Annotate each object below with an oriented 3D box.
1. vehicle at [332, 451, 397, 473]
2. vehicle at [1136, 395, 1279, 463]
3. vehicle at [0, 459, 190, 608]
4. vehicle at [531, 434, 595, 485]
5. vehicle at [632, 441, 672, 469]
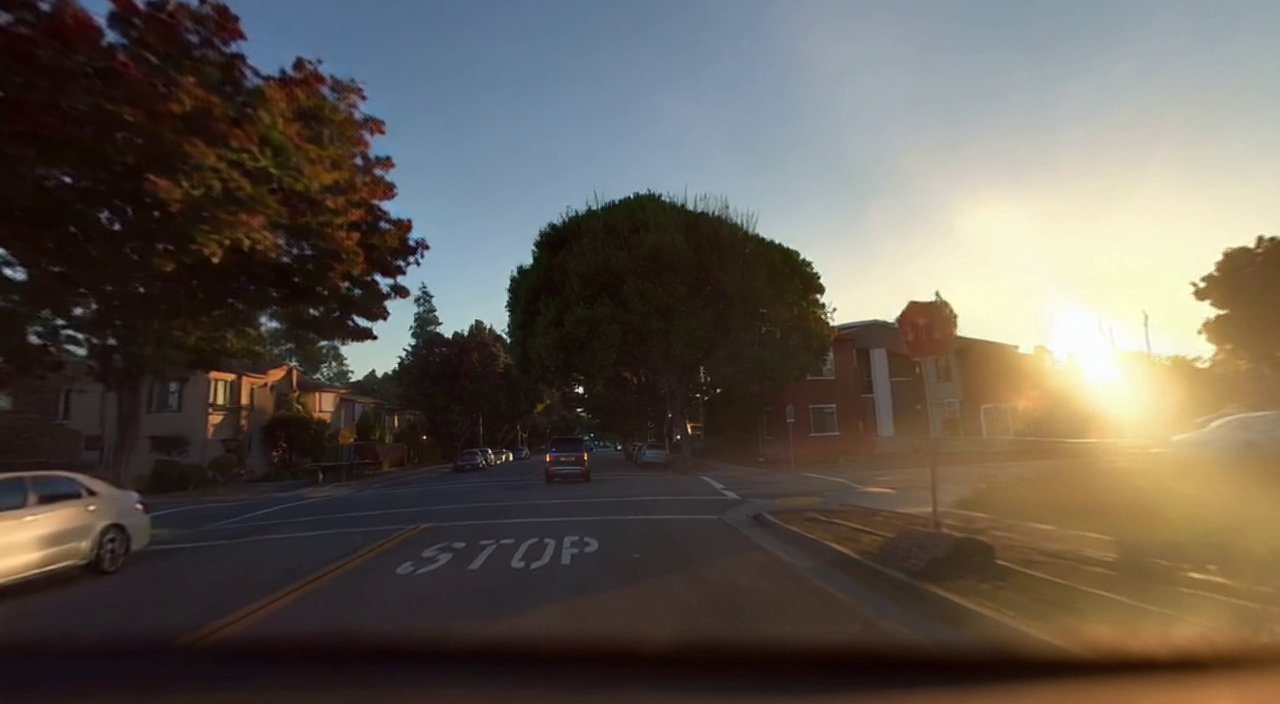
[{"bbox_3d":[-19.886,7.919,45.585,3.806,1.501,1.892,0,-8,-3],"label":"vehicle"},{"bbox_3d":[17.760,2.277,18.441,4.817,1.881,2.002,0,-9,-3],"label":"vehicle"},{"bbox_3d":[-7.538,1.981,6.988,1.819,1.461,4.723,0,-9,-3],"label":"vehicle"},{"bbox_3d":[-2.811,4.038,23.886,2.172,1.722,4.201,0,-9,-4],"label":"vehicle"},{"bbox_3d":[0.682,6.282,38.525,1.987,1.608,3.883,1,-9,-6],"label":"vehicle"}]
